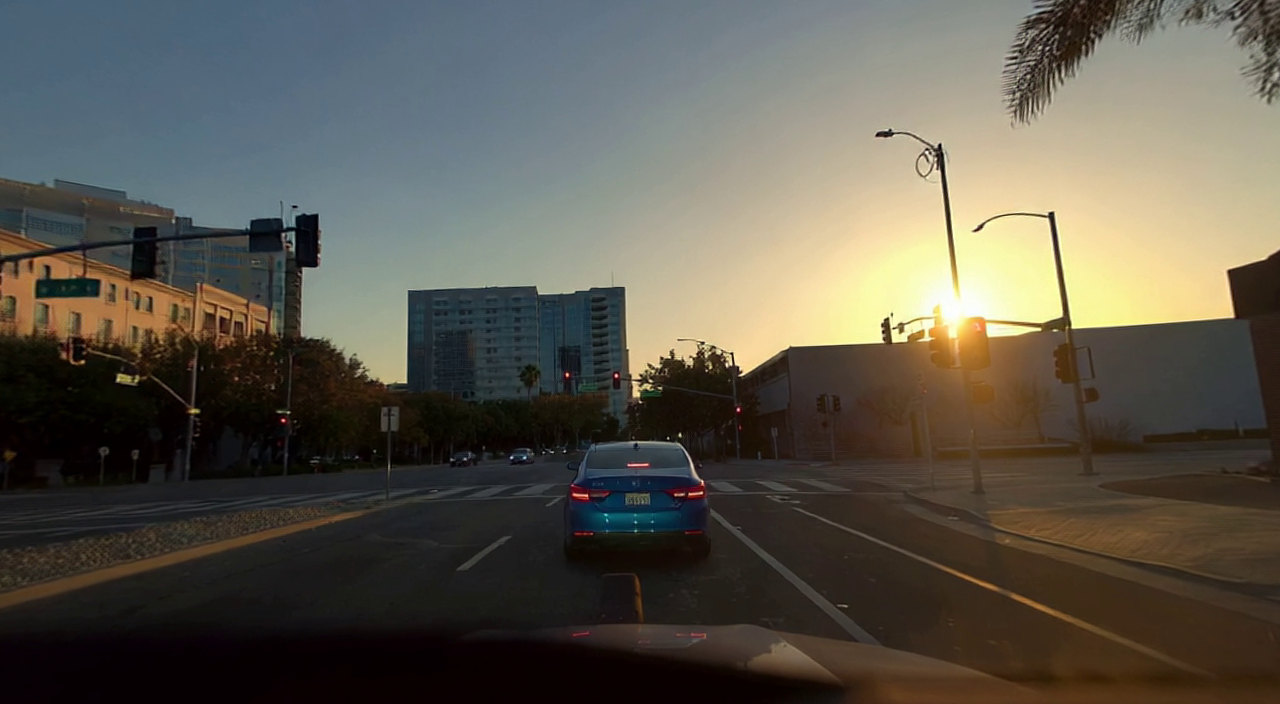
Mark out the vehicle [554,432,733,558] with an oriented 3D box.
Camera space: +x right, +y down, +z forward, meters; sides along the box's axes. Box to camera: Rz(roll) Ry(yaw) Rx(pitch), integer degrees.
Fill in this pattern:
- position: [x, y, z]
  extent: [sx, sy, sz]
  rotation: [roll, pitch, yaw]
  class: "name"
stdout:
- position: [0.007, 1.997, 9.532]
  extent: [2.107, 1.470, 3.974]
  rotation: [0, -9, -1]
  class: "vehicle"
